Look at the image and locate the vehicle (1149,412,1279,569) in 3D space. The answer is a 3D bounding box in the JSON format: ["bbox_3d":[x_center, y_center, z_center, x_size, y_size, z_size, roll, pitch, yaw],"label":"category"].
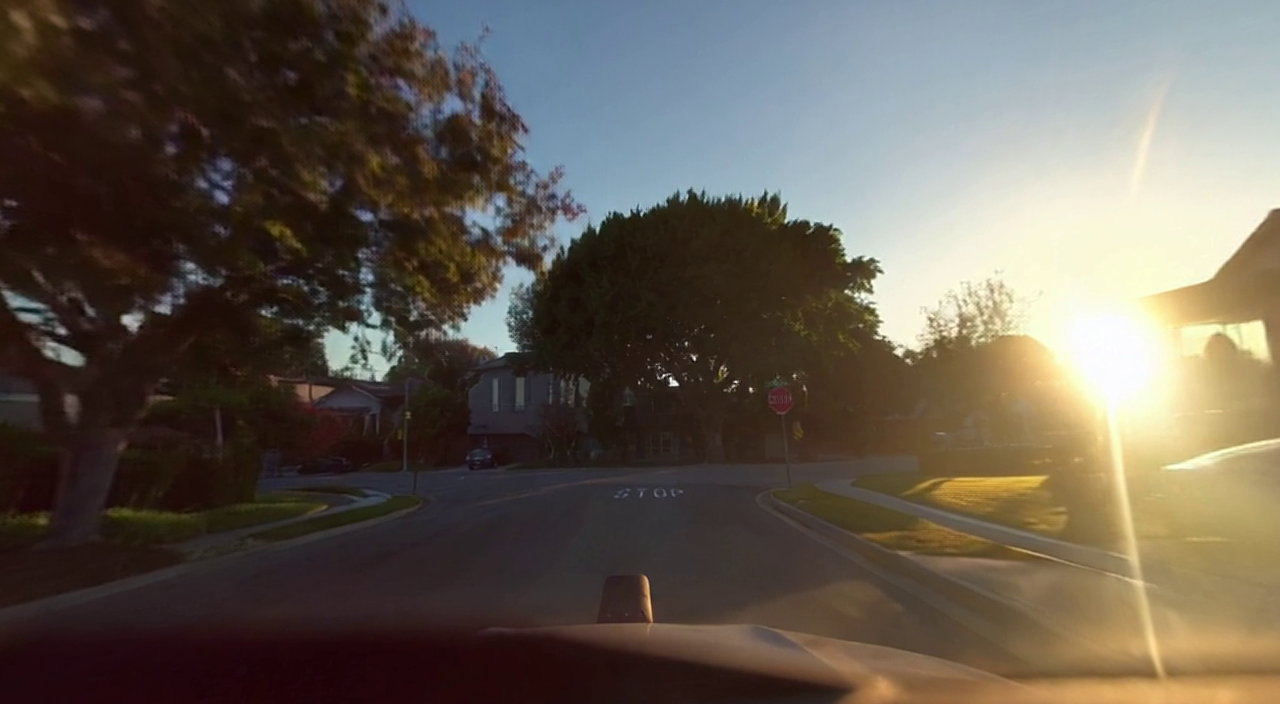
[{"bbox_3d":[8.141,1.346,6.199,4.477,1.506,1.834,-5,-9,27],"label":"vehicle"}]

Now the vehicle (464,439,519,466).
[{"bbox_3d":[-9.911,6.718,42.367,1.883,1.732,4.038,-3,-9,16],"label":"vehicle"}]
